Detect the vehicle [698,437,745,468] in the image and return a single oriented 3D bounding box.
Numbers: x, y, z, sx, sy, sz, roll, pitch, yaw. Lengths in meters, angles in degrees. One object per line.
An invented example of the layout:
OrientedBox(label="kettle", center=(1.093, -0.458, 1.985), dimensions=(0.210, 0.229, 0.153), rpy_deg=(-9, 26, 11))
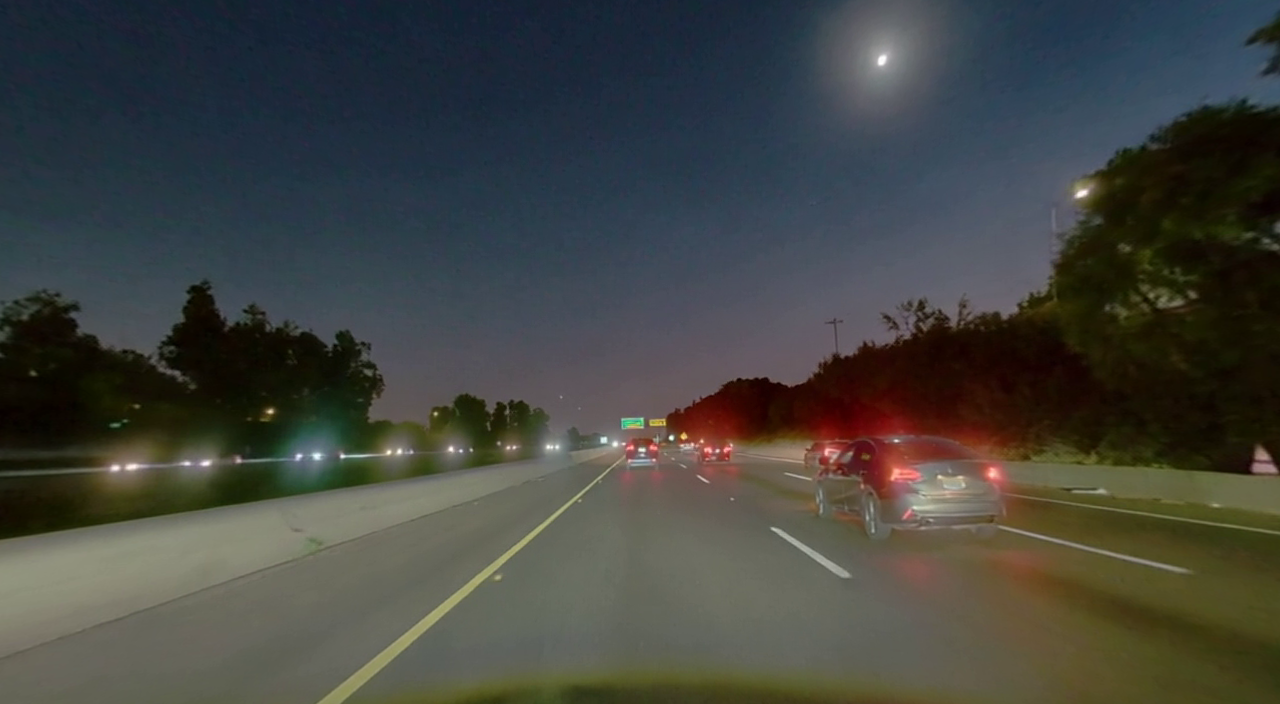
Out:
OrientedBox(label="vehicle", center=(4.201, 5.245, 33.017), dimensions=(1.825, 1.487, 4.034), rpy_deg=(0, -8, -1))

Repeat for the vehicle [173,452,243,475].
OrientedBox(label="vehicle", center=(-31.055, 7.995, 45.508), dimensions=(1.827, 1.460, 4.552), rpy_deg=(0, -8, 0))

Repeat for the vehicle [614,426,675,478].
OrientedBox(label="vehicle", center=(0.162, 3.897, 24.856), dimensions=(2.189, 1.852, 4.038), rpy_deg=(0, -8, 0))

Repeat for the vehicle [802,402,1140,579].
OrientedBox(label="vehicle", center=(3.736, 1.639, 8.292), dimensions=(2.003, 1.661, 4.418), rpy_deg=(0, -8, 0))
